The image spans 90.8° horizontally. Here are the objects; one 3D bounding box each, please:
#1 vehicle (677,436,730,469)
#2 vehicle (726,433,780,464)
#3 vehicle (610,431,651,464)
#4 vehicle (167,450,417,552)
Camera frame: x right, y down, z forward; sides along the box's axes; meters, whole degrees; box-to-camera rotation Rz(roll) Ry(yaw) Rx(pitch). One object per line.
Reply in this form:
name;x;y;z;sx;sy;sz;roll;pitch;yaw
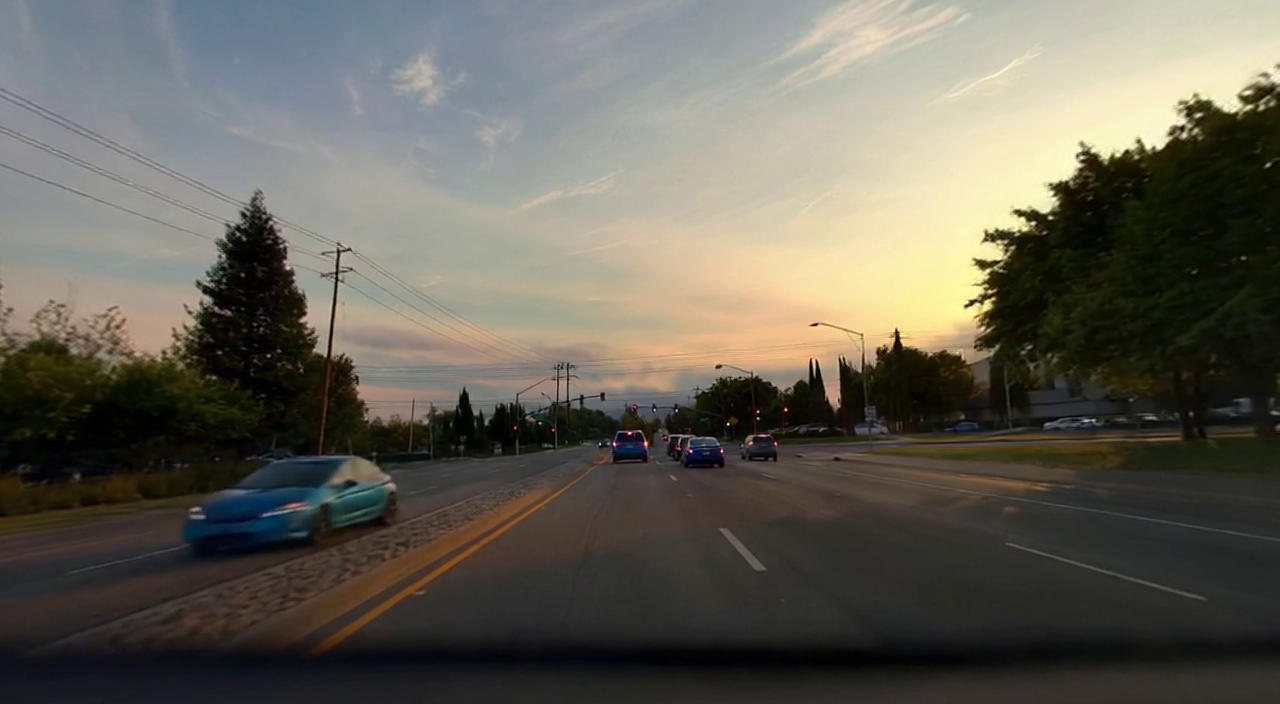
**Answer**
vehicle;2.970;4.830;30.607;1.984;1.462;4.513;0;-8;-2
vehicle;6.508;5.615;36.974;2.198;1.678;4.419;0;-8;-2
vehicle;-0.563;5.659;37.496;2.300;1.821;4.254;0;-8;-1
vehicle;-6.065;2.606;11.819;2.157;1.483;4.397;0;-8;0
